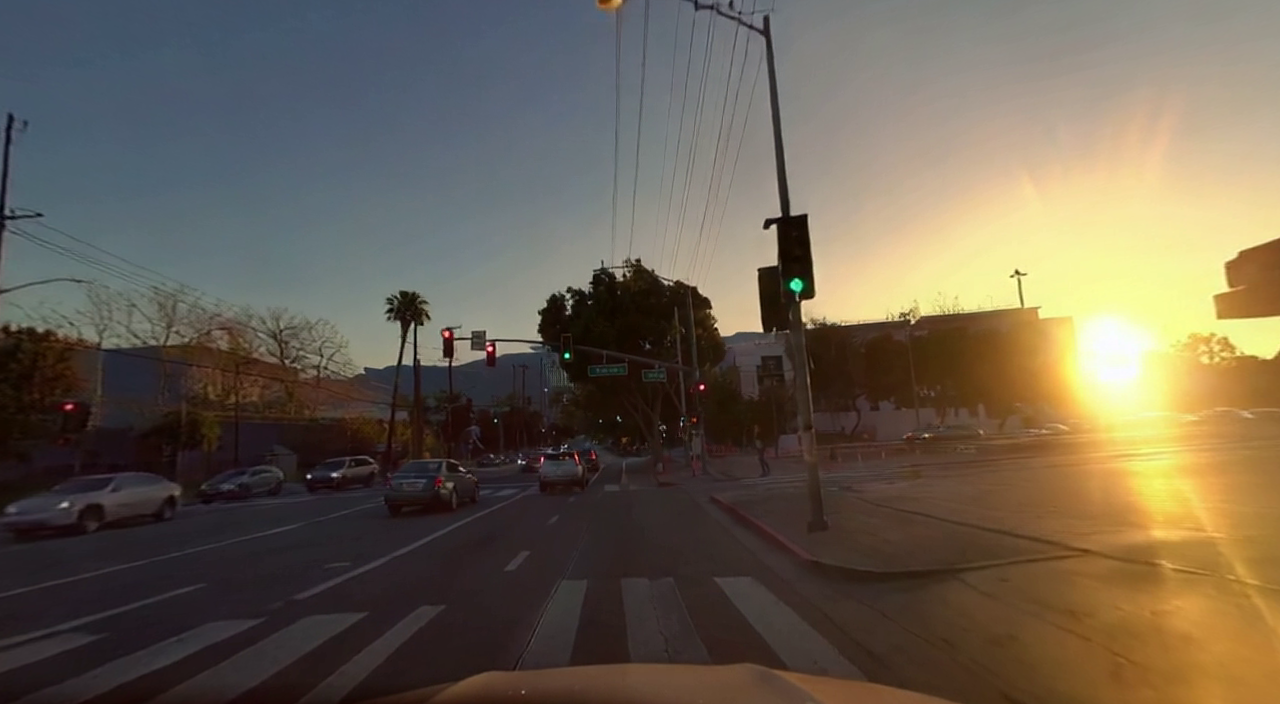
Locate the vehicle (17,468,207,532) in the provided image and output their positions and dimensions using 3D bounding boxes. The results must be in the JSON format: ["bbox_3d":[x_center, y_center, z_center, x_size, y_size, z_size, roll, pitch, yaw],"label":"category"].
[{"bbox_3d":[-15.467,4.306,18.850,1.955,1.500,4.458,0,-9,-3],"label":"vehicle"}]

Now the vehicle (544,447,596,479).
[{"bbox_3d":[-3.455,5.576,31.800,2.147,1.472,4.406,0,-9,0],"label":"vehicle"}]

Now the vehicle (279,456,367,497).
[{"bbox_3d":[-15.466,6.057,30.977,2.139,1.692,4.099,-2,-9,1],"label":"vehicle"}]

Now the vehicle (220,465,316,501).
[{"bbox_3d":[-18.715,6.584,31.955,1.861,1.493,4.754,-1,-9,1],"label":"vehicle"}]

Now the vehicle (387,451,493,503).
[{"bbox_3d":[-6.442,4.048,20.856,1.960,1.479,4.654,0,-9,0],"label":"vehicle"}]
